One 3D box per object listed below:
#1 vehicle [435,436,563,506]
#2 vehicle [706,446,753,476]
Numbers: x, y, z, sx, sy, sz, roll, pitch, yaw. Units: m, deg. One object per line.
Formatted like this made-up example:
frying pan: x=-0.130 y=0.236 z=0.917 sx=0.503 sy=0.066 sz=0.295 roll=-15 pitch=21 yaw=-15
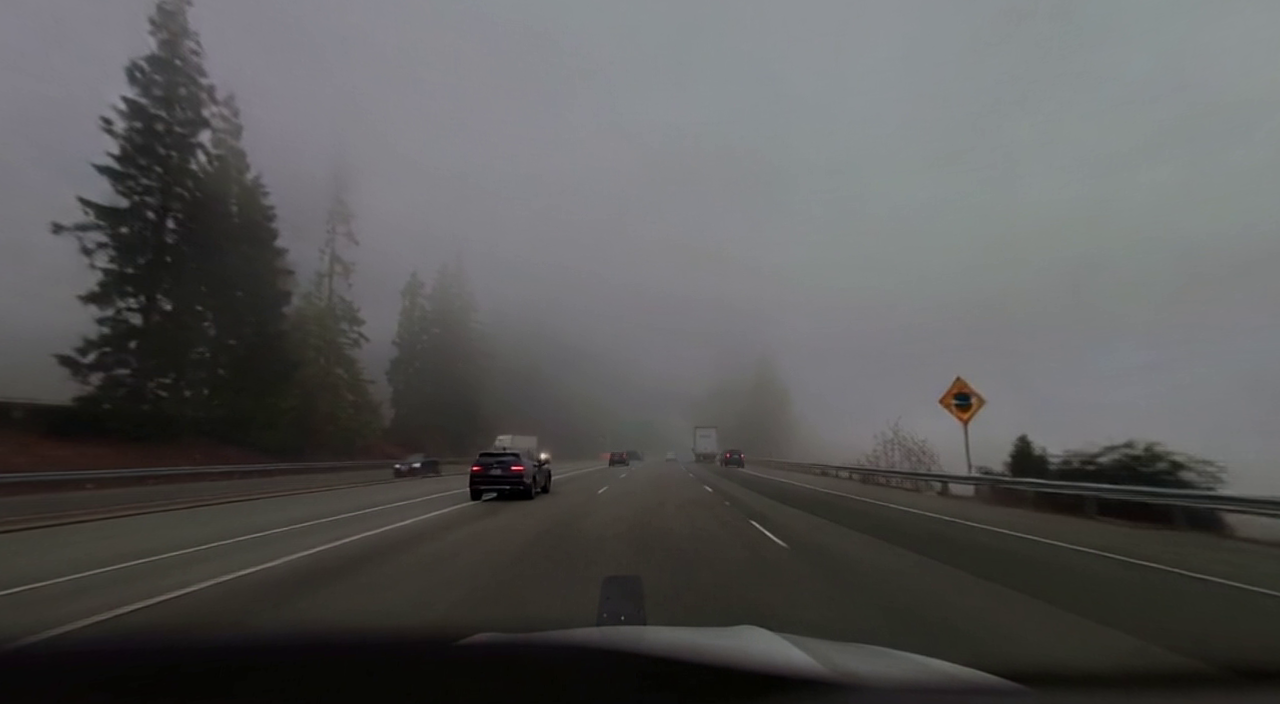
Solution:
vehicle: x=-3.422 y=3.011 z=16.386 sx=2.085 sy=1.530 sz=4.809 roll=0 pitch=-9 yaw=2
vehicle: x=5.060 y=6.220 z=36.136 sx=2.176 sy=1.598 sz=3.878 roll=0 pitch=-9 yaw=1
